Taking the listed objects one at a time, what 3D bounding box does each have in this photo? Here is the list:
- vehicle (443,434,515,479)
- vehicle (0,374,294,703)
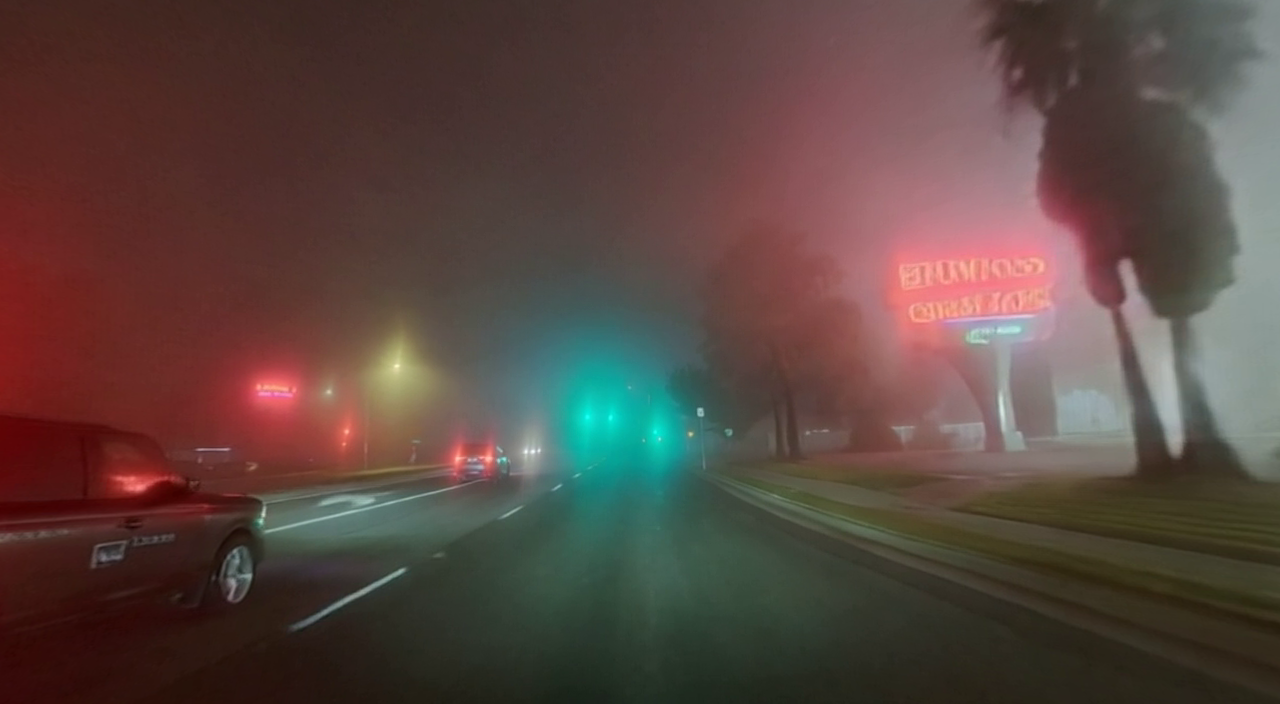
[{"bbox_3d":[-7.125,4.658,28.342,2.136,1.844,4.363,0,-8,-1],"label":"vehicle"},{"bbox_3d":[-4.000,0.996,3.274,2.041,1.666,4.182,0,-8,-1],"label":"vehicle"}]
